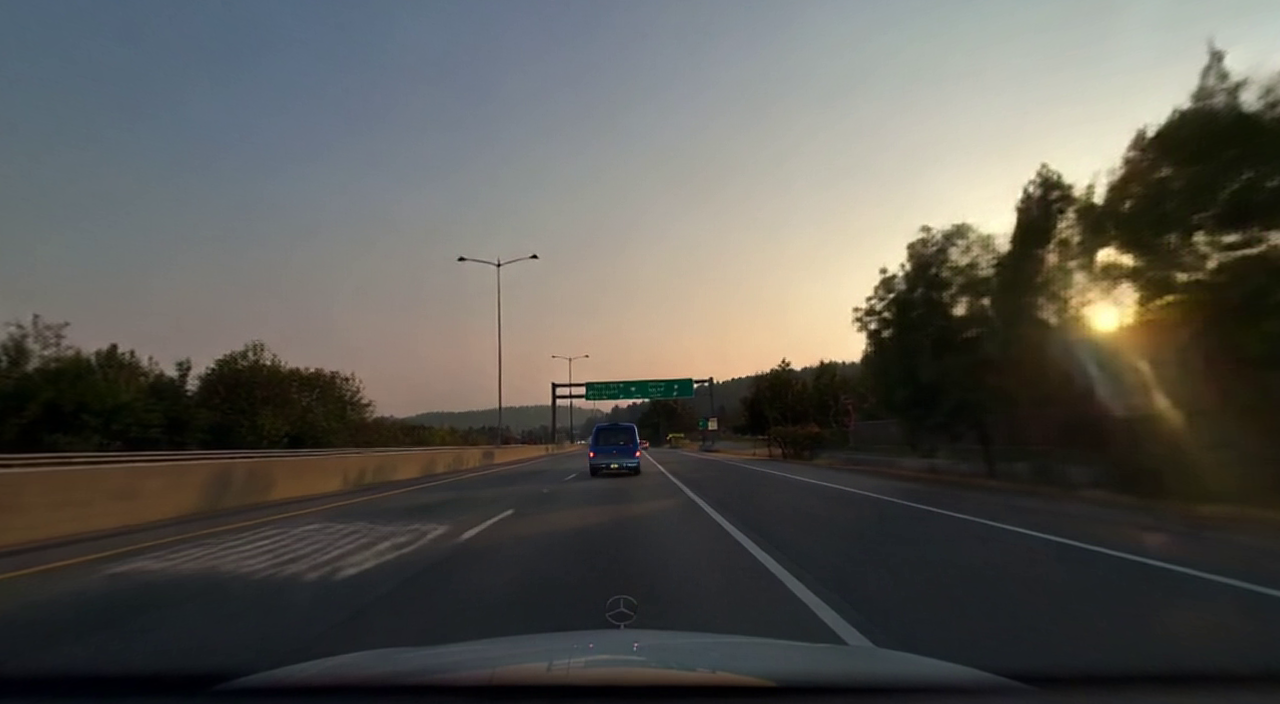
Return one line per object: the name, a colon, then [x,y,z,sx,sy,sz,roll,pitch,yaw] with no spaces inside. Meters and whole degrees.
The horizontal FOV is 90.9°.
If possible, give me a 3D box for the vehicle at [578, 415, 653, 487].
vehicle: [-0.768,3.347,21.603,2.248,2.154,4.892,0,-8,-1]
